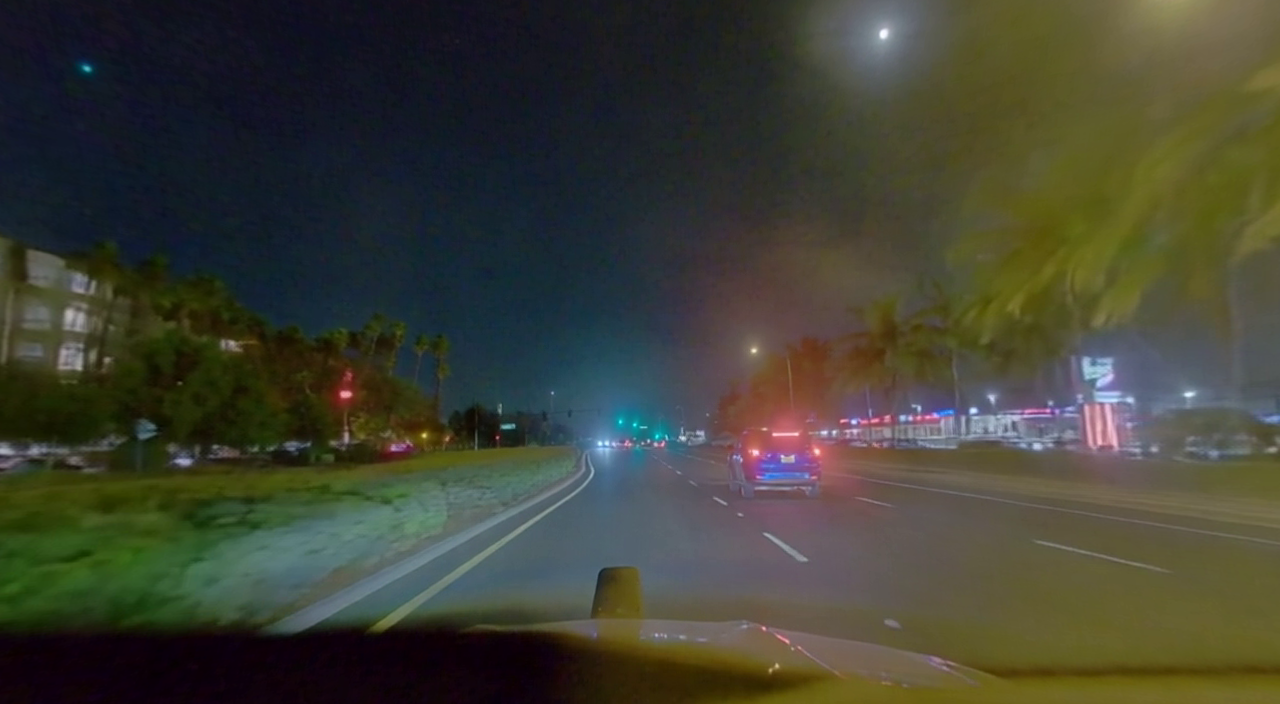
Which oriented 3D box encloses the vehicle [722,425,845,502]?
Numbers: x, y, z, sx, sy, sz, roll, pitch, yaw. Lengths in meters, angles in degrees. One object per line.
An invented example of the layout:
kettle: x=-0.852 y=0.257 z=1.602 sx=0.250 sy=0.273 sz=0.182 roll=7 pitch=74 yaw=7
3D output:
vehicle: x=3.475 y=2.801 z=16.210 sx=2.072 sy=1.696 sz=4.177 roll=0 pitch=-8 yaw=-1
